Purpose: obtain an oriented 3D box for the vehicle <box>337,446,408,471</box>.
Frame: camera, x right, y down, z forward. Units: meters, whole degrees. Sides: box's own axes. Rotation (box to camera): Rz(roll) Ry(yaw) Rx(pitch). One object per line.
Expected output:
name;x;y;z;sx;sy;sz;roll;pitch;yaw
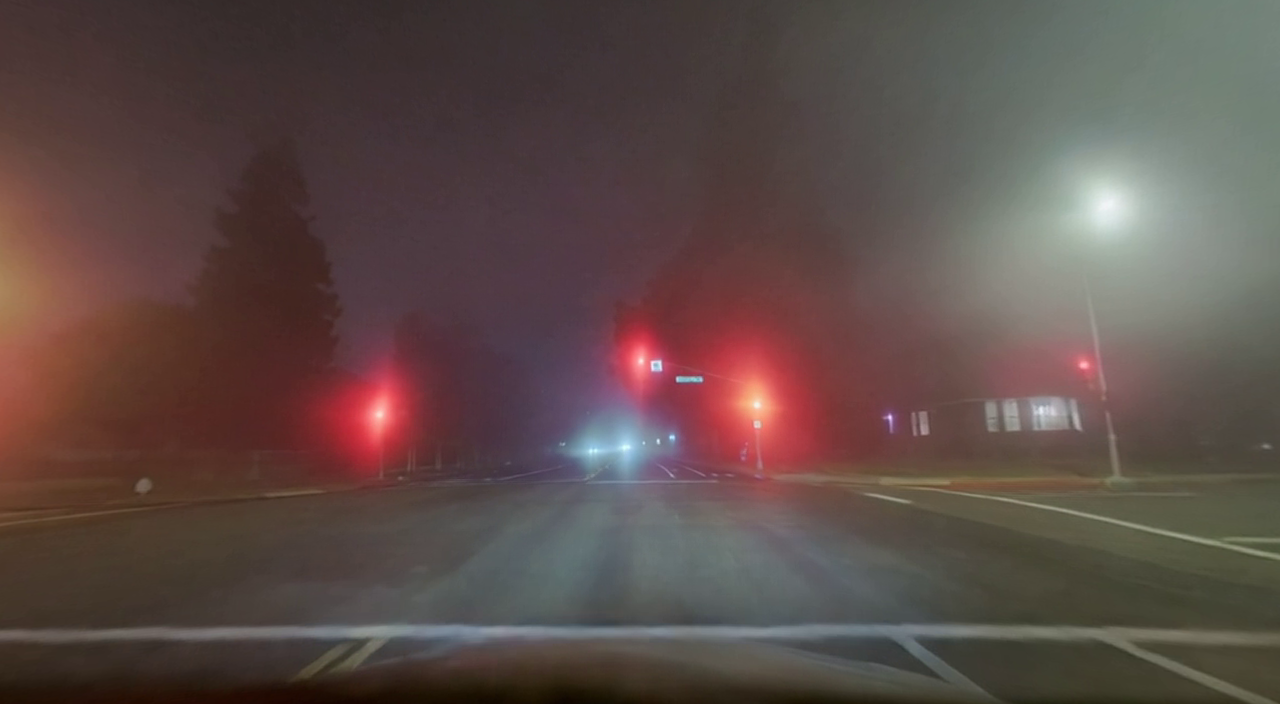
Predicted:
vehicle;-18.807;7.463;44.518;4.115;1.699;1.848;0;-8;-1
